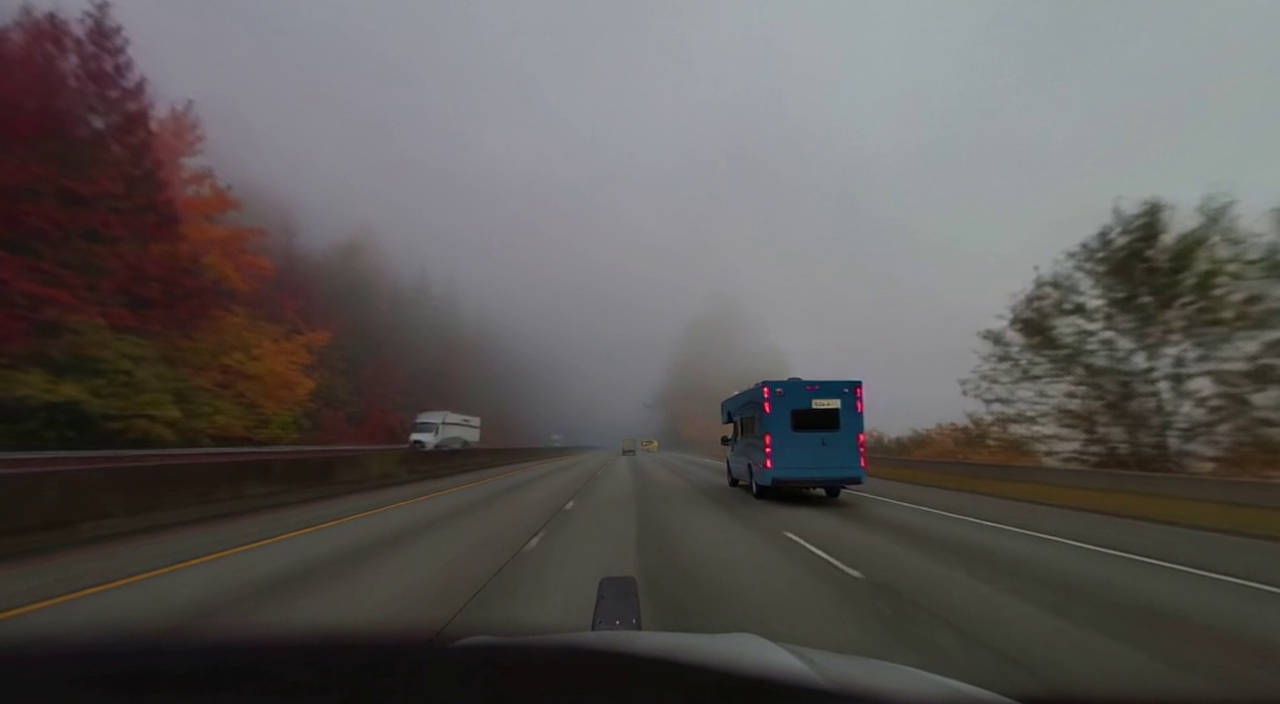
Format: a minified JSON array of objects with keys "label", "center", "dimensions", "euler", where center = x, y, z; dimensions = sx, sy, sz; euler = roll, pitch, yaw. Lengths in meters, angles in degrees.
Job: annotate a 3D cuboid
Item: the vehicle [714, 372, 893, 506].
[{"label":"vehicle","center":[3.940,2.341,17.178],"dimensions":[2.815,2.876,7.101],"euler":[0,-8,-1]}]
